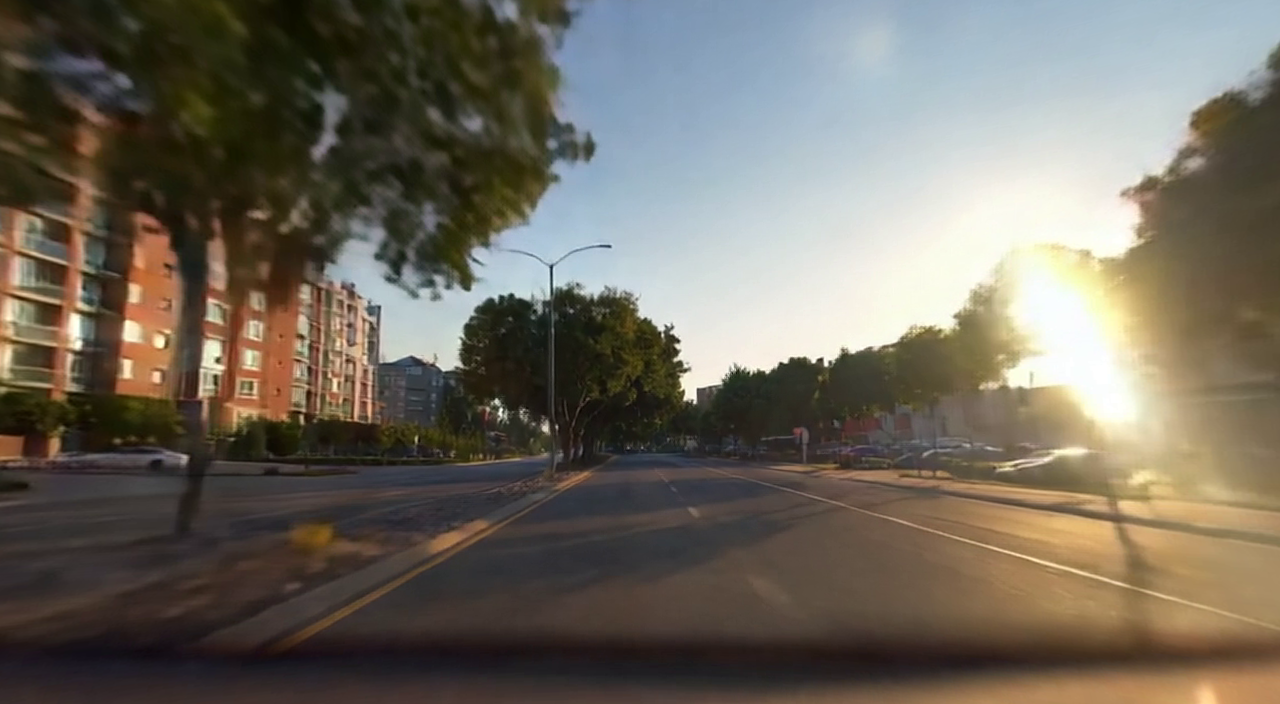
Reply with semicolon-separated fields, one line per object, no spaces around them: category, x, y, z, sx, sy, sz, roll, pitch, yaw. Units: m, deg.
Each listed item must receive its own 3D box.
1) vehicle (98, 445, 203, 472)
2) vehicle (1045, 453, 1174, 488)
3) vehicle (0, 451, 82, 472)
vehicle;-29.862;6.482;38.624;4.693;1.572;1.999;0;-9;0
vehicle;20.006;5.054;27.065;3.975;1.387;1.914;0;-9;-1
vehicle;-46.159;8.426;48.726;1.912;1.509;4.629;0;-9;1
